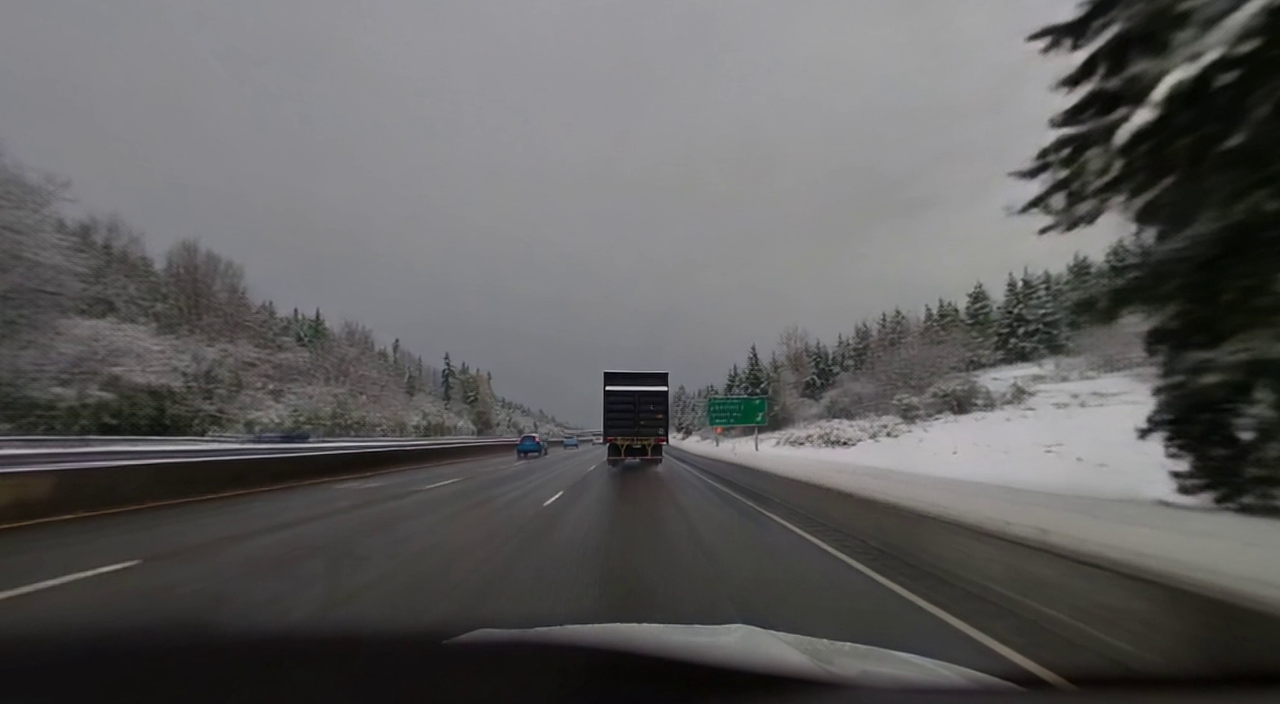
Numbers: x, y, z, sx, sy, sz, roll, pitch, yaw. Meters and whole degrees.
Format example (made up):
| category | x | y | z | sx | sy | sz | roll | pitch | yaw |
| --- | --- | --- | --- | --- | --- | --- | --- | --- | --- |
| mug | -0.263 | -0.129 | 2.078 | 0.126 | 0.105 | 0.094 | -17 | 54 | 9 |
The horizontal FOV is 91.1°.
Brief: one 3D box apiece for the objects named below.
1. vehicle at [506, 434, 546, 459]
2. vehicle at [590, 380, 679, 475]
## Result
| category | x | y | z | sx | sy | sz | roll | pitch | yaw |
| --- | --- | --- | --- | --- | --- | --- | --- | --- | --- |
| vehicle | -7.109 | 5.893 | 39.550 | 1.856 | 1.479 | 3.710 | 0 | -8 | 0 |
| vehicle | -0.292 | 3.697 | 30.210 | 3.033 | 3.223 | 14.836 | 4 | -8 | 0 |
